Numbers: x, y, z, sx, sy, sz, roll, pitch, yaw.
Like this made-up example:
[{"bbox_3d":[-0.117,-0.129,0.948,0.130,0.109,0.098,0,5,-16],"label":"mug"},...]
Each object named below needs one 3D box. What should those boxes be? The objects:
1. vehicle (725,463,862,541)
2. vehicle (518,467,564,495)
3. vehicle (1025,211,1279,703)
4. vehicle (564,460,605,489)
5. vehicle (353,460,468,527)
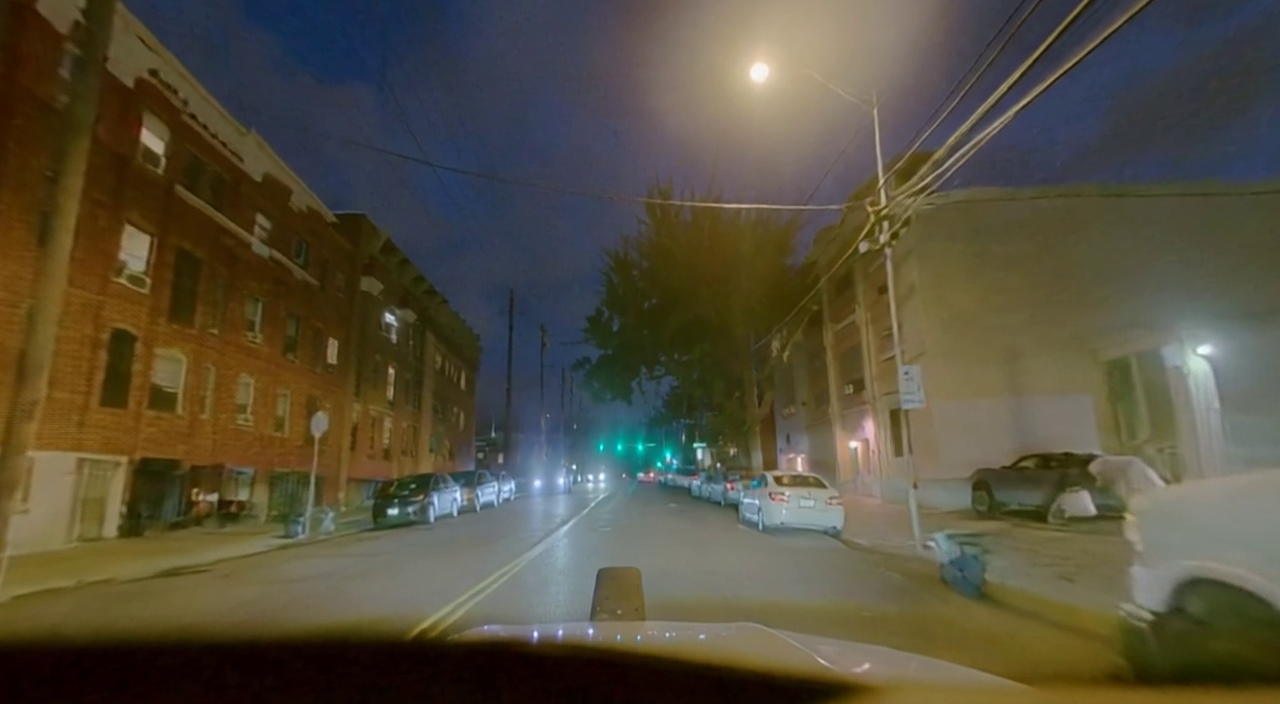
[{"bbox_3d":[3.268,3.317,14.446,1.885,1.464,4.466,0,-11,-1],"label":"vehicle"},{"bbox_3d":[-5.969,7.627,37.518,1.994,1.510,4.802,3,-11,-17],"label":"vehicle"},{"bbox_3d":[3.165,0.373,0.148,2.480,2.230,5.704,0,-11,0],"label":"vehicle"},{"bbox_3d":[-3.784,8.554,44.136,2.236,1.834,4.743,-1,-11,3],"label":"vehicle"},{"bbox_3d":[-6.839,4.281,19.510,1.930,1.756,4.955,0,-11,-3],"label":"vehicle"}]
